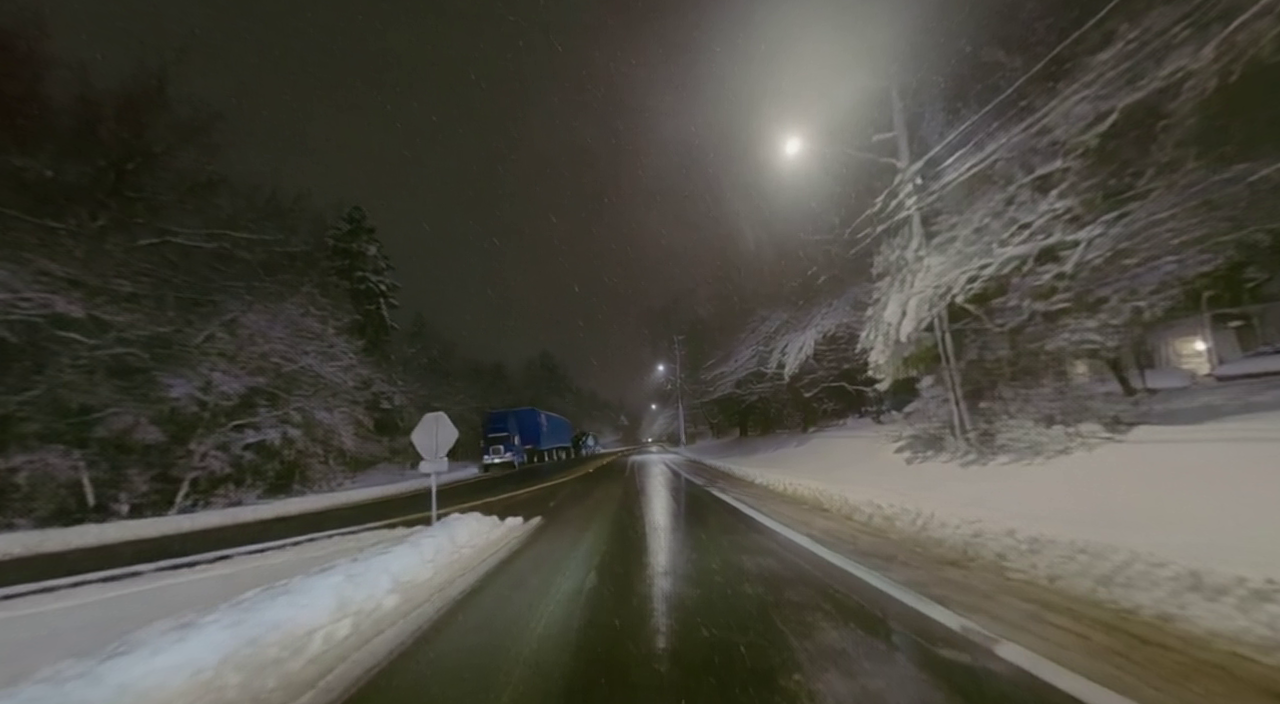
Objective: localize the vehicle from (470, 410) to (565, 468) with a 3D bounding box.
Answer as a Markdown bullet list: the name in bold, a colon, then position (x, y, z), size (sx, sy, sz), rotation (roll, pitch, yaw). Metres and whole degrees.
- **vehicle**: position (-9.132, 6.875, 48.580), size (5.596, 3.130, 8.972), rotation (-3, -14, -1)
